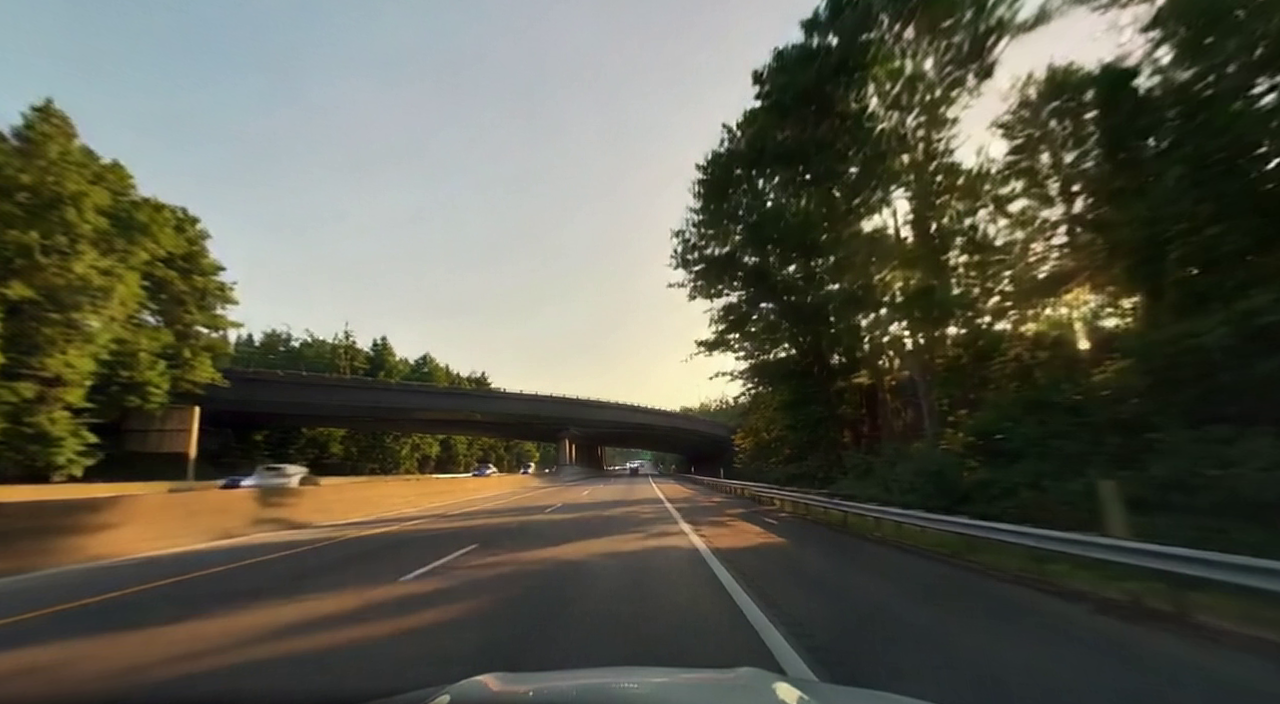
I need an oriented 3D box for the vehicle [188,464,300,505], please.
[{"bbox_3d":[-17.210,5.767,27.697,1.888,1.600,4.594,1,-11,-1],"label":"vehicle"}]
